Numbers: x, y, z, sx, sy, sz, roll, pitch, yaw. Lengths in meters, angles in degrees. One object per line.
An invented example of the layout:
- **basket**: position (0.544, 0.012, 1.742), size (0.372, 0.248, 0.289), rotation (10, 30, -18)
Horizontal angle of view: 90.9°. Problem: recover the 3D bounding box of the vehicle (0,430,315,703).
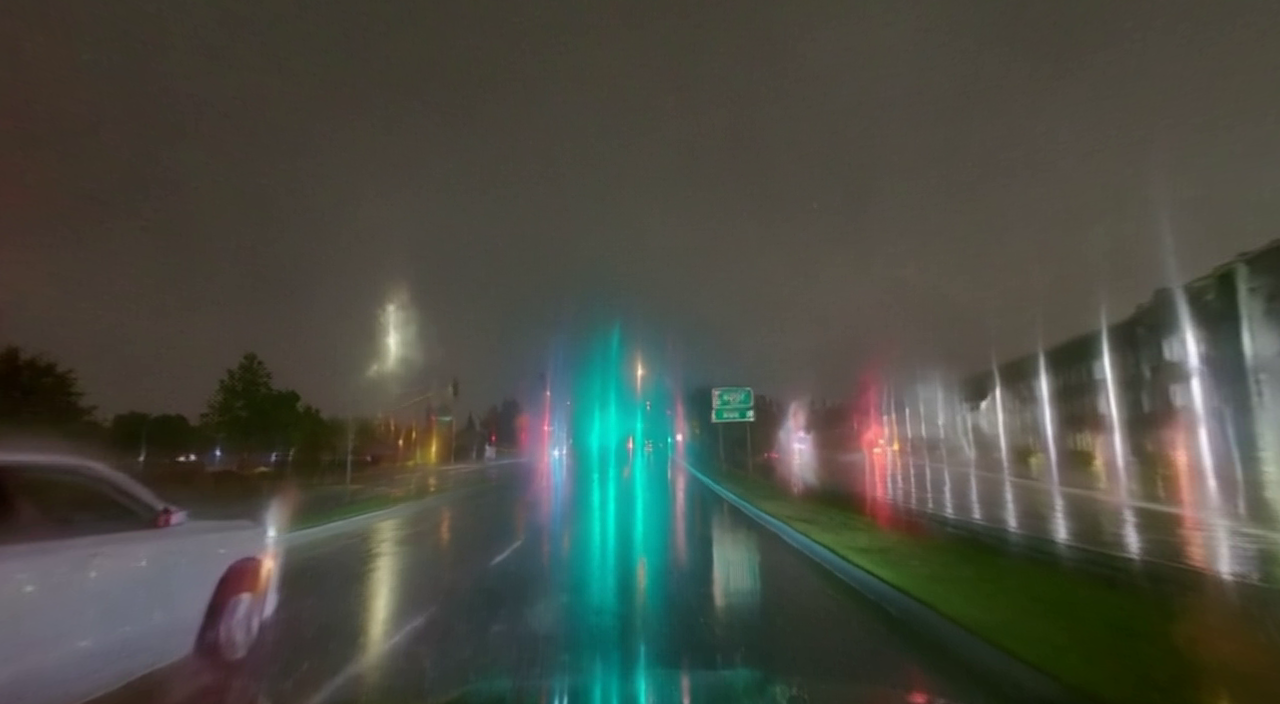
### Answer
- **vehicle**: position (-3.600, 1.075, 2.602), size (1.972, 1.490, 4.591), rotation (0, -8, 2)
